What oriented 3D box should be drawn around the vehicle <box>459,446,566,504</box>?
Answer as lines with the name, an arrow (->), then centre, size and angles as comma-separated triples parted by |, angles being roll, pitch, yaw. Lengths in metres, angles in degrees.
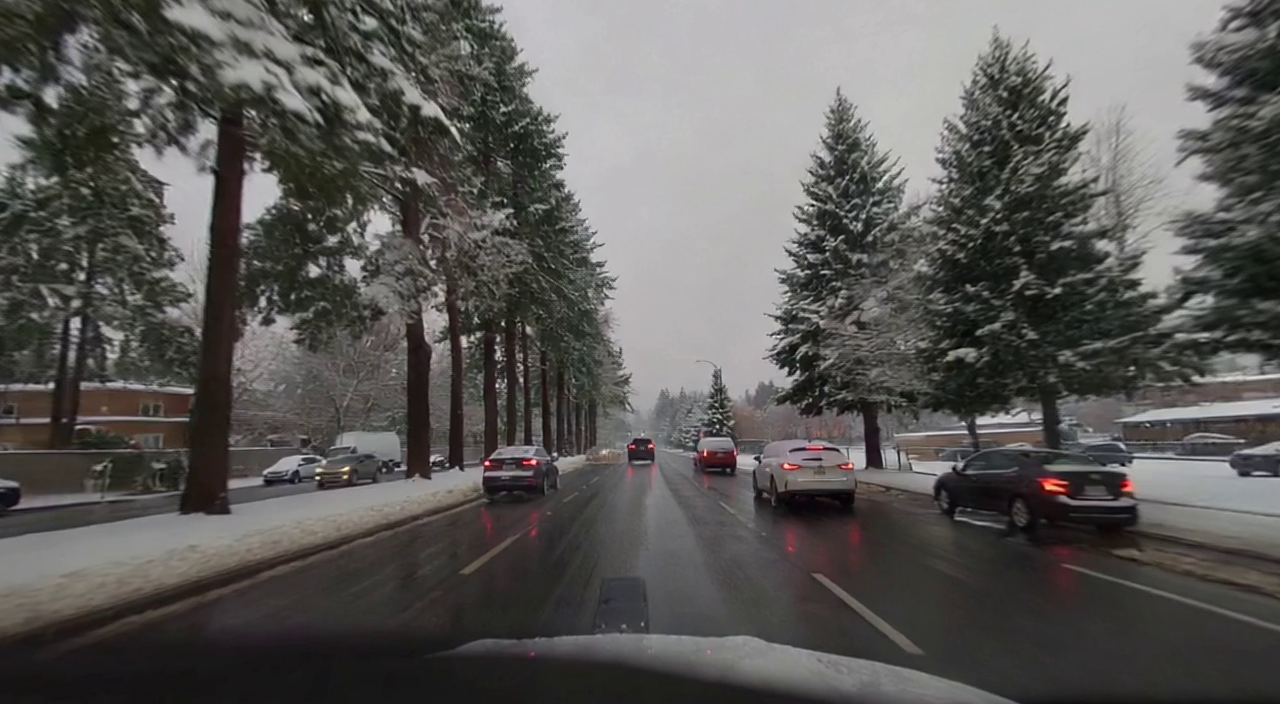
vehicle -> -3.230, 3.198, 16.837 | 2.013, 1.354, 3.908 | 0, -9, 0

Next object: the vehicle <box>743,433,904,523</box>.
vehicle -> 3.423, 2.428, 12.702 | 1.919, 1.502, 4.232 | 0, -9, 0

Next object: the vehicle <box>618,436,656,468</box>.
vehicle -> -0.195, 6.333, 39.964 | 2.247, 1.882, 4.603 | 0, -9, 0

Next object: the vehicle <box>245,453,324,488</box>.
vehicle -> -22.492, 7.459, 40.184 | 2.257, 1.909, 5.115 | -1, -8, -3

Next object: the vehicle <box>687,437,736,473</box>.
vehicle -> 3.666, 5.371, 33.018 | 1.980, 1.709, 4.367 | 0, -9, -1

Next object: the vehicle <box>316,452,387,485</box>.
vehicle -> -15.982, 6.456, 35.205 | 1.918, 1.692, 4.338 | 0, -9, 0

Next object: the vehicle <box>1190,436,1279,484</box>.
vehicle -> 23.383, 4.179, 24.644 | 4.414, 1.701, 1.978 | 7, -11, -39

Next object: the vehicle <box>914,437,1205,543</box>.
vehicle -> 6.827, 2.260, 11.045 | 2.035, 1.449, 4.427 | 0, -9, 0
